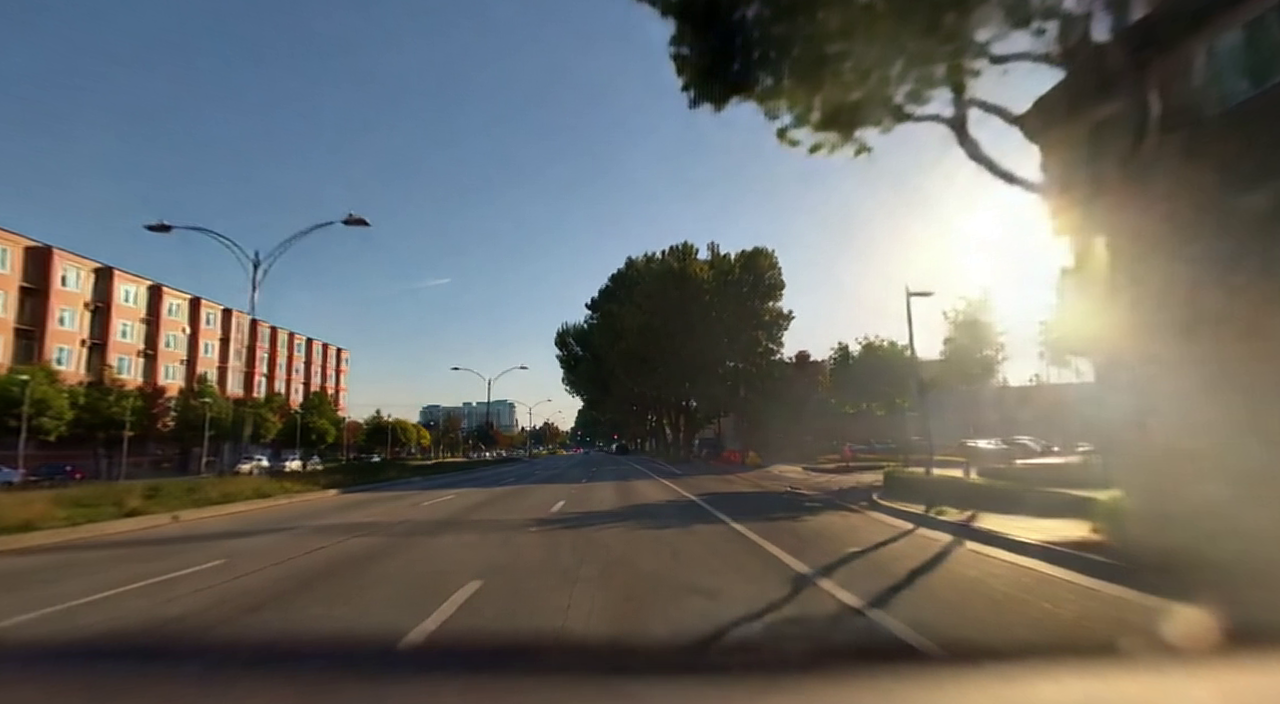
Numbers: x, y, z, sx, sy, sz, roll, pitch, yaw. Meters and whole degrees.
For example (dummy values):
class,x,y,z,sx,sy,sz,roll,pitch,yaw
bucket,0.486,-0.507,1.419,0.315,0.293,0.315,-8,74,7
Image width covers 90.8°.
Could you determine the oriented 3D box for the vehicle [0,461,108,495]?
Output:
class,x,y,z,sx,sy,sz,roll,pitch,yaw
vehicle,-32.948,7.036,35.638,2.034,1.618,4.667,0,-8,-5
